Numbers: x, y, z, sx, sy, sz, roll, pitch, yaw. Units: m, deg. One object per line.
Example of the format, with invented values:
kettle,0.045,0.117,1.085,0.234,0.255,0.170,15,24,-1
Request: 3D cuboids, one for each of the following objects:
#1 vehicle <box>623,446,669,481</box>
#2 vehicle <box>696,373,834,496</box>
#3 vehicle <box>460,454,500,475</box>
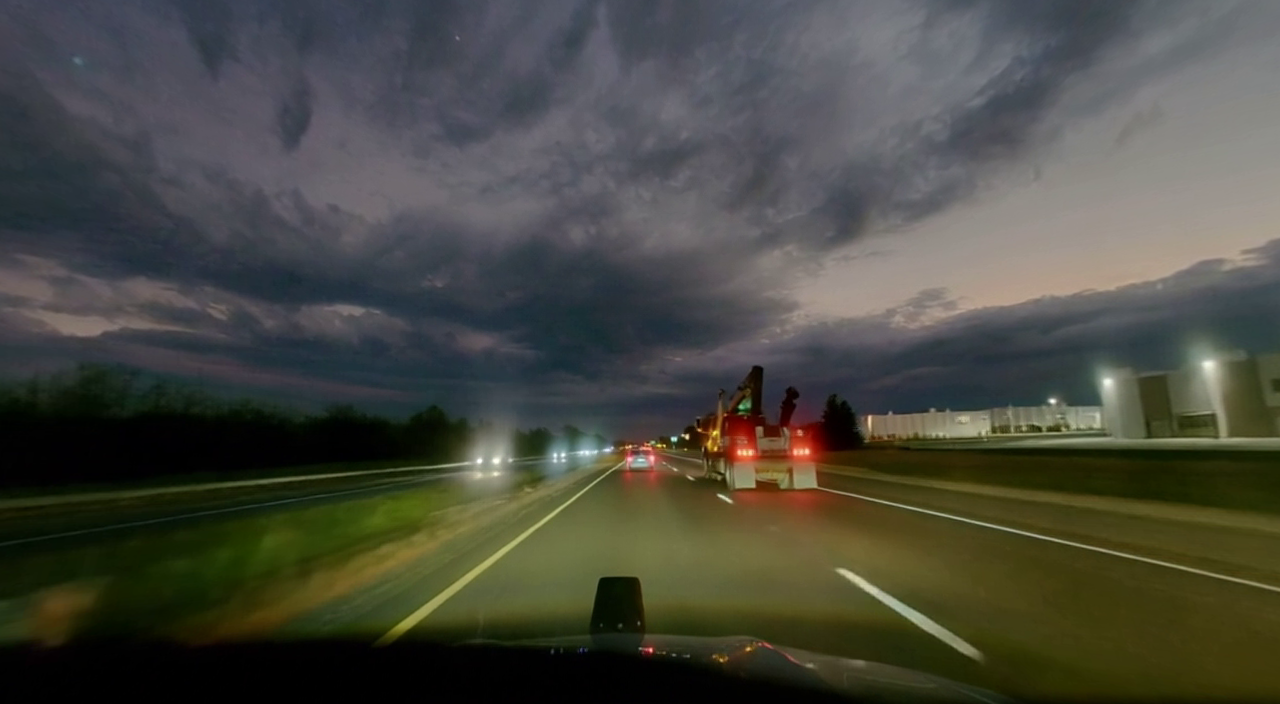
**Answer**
vehicle,0.238,5.228,29.863,2.045,1.527,4.023,0,-9,0
vehicle,3.984,3.002,22.413,3.089,3.568,8.101,0,-9,-1
vehicle,-12.163,8.544,48.120,1.947,1.500,3.999,0,-9,0
